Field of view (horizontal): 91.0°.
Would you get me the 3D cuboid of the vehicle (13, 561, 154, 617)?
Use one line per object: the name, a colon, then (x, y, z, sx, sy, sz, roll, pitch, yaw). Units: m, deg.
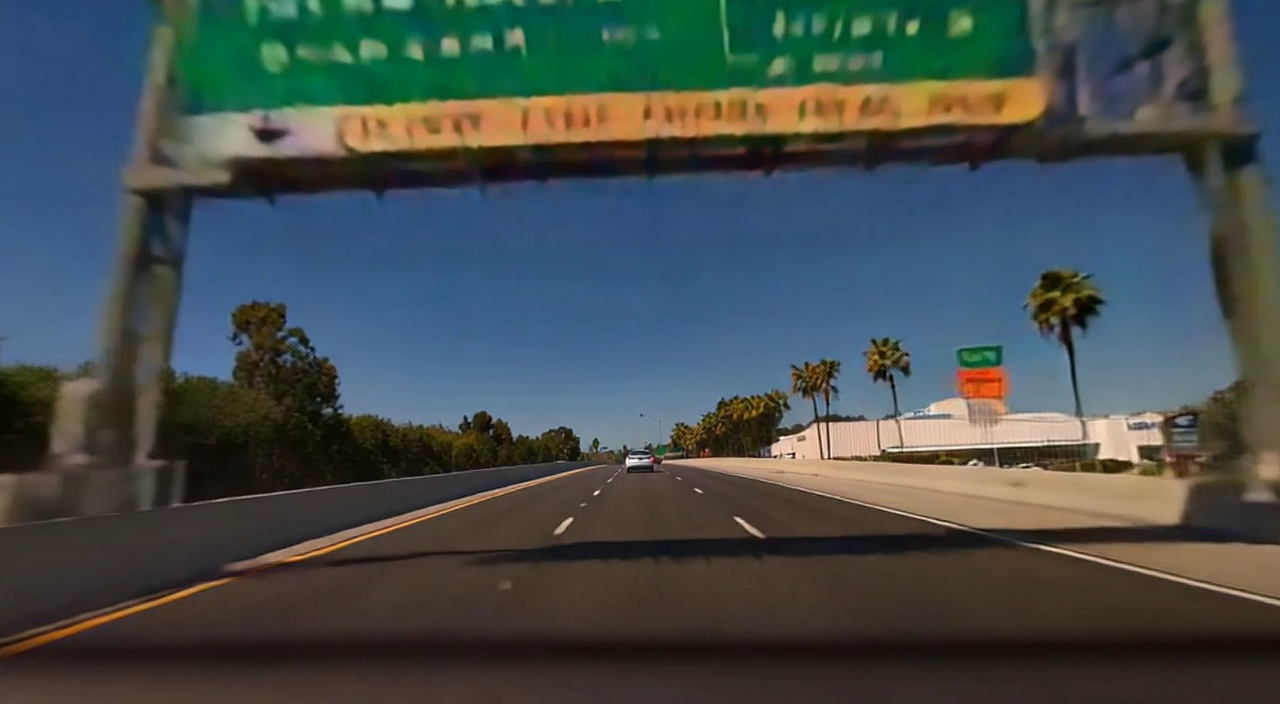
vehicle: (-30.108, 12.831, 34.447, 2.309, 1.963, 5.918, 0, -11, 0)

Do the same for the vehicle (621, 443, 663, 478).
vehicle: (0.067, 5.769, 33.657, 2.089, 1.718, 4.193, 0, -9, -1)
